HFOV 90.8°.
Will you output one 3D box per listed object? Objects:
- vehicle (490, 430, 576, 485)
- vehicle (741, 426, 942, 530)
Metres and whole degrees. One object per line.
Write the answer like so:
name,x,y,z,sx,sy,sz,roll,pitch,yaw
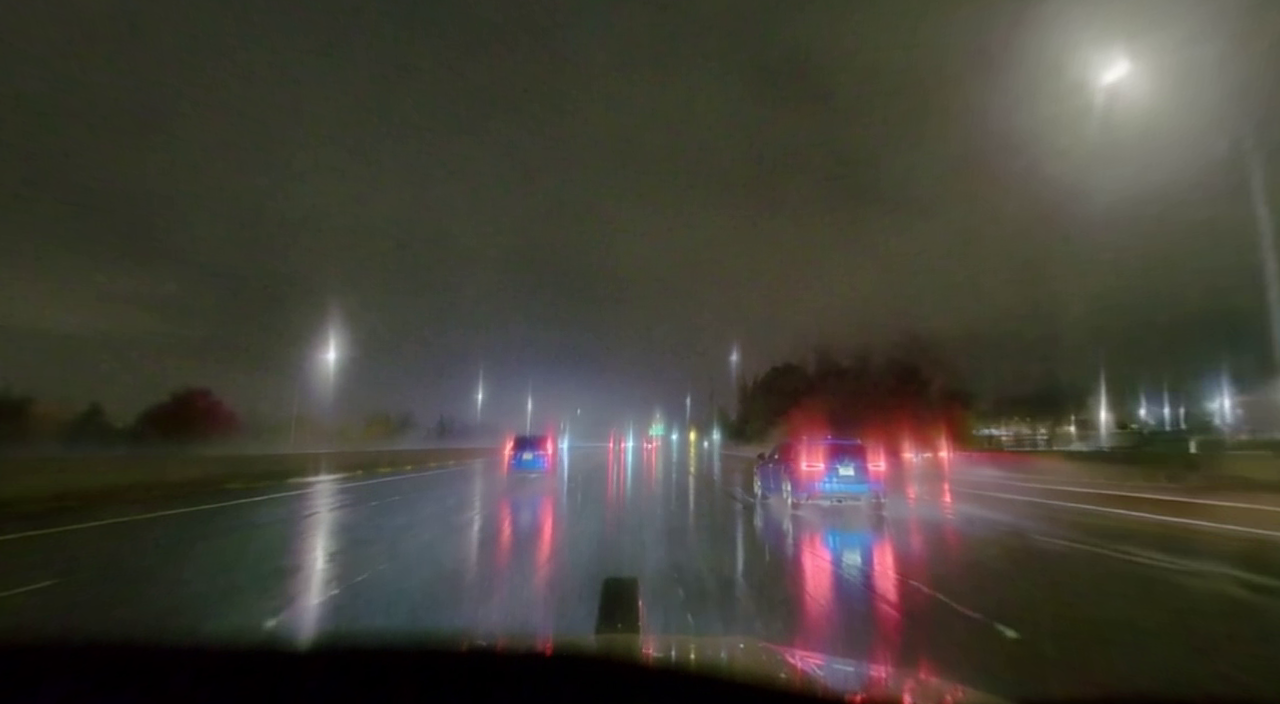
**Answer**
vehicle,-3.689,3.738,22.650,2.193,1.746,4.512,0,-8,1
vehicle,3.450,2.276,12.083,2.107,1.550,4.949,0,-8,-1
